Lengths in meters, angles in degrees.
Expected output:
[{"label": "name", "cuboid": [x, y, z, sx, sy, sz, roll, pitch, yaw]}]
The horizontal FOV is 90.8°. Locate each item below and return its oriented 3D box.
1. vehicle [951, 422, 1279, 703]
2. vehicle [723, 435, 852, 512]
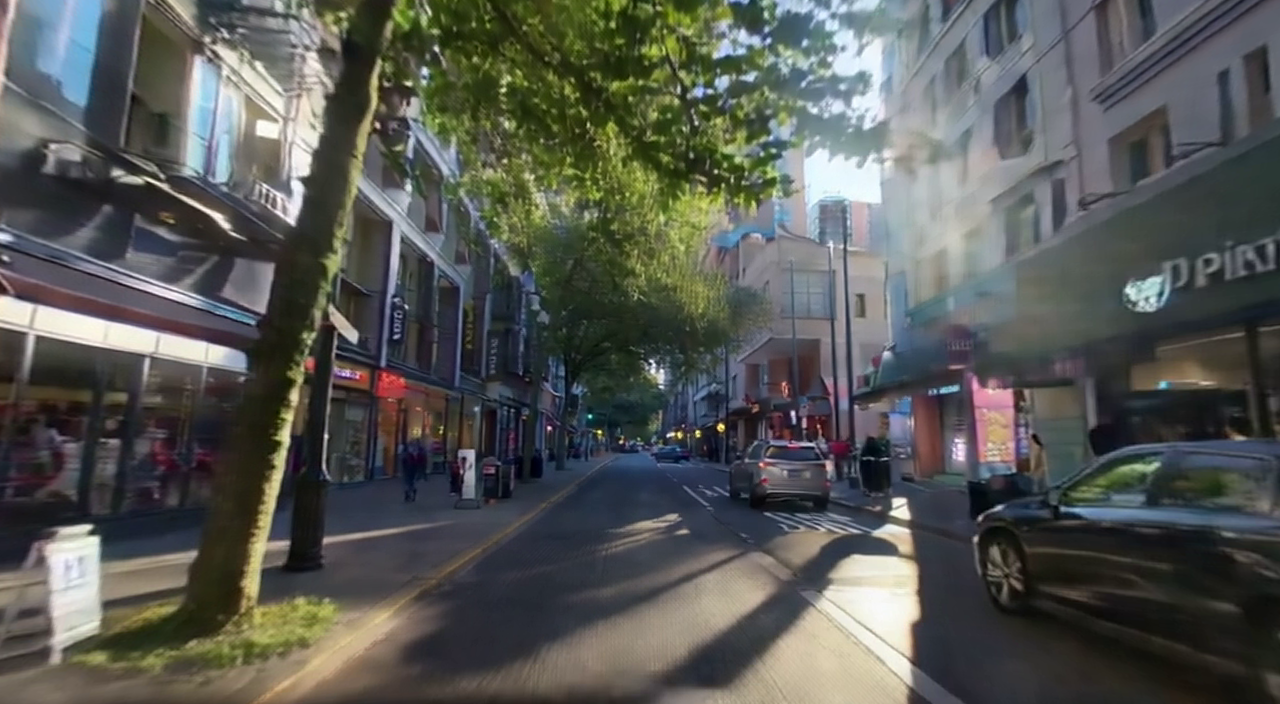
[{"label": "vehicle", "cuboid": [4.001, 1.181, 3.722, 1.977, 1.478, 4.458, 0, -8, -1]}, {"label": "vehicle", "cuboid": [3.328, 2.820, 15.216, 1.971, 1.559, 4.326, 0, -8, -1]}]
